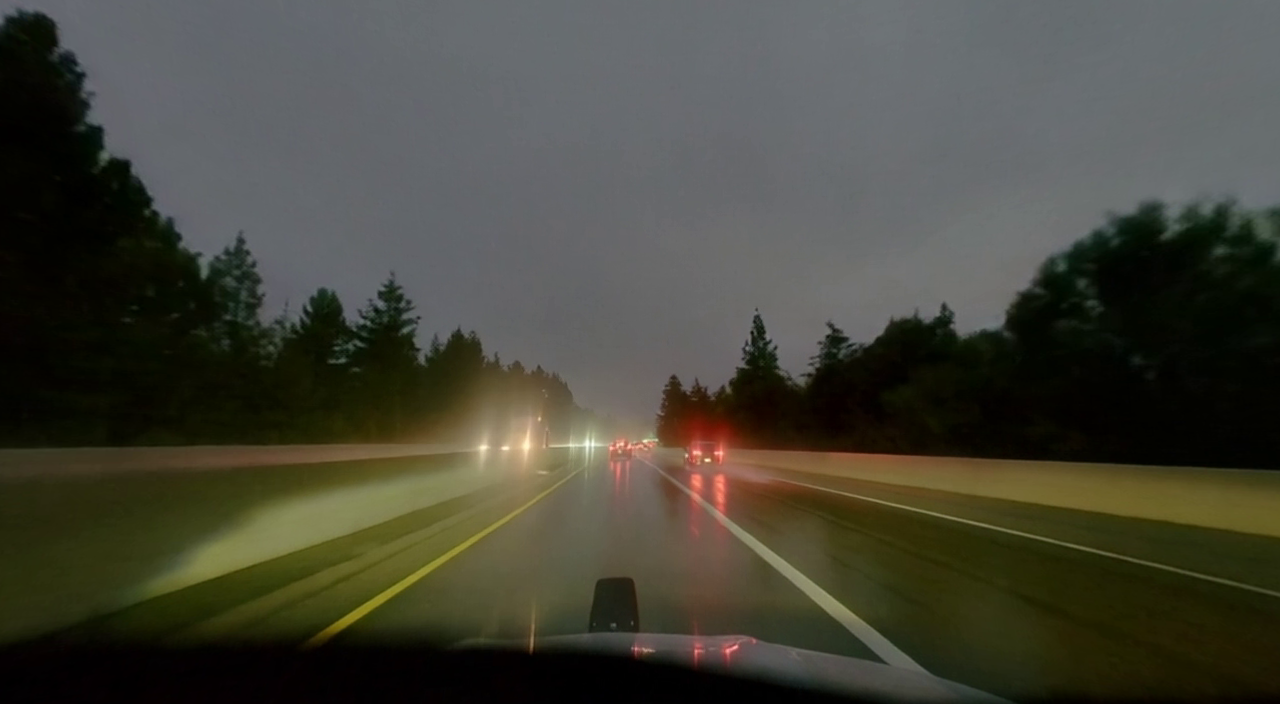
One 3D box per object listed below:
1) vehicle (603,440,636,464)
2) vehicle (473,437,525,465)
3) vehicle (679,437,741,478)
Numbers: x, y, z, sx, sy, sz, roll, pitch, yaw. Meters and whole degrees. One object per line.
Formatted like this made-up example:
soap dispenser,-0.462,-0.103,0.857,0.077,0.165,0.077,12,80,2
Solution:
vehicle,-1.409,6.863,43.487,2.178,1.559,4.254,0,-8,-2
vehicle,-8.179,5.761,36.933,2.058,1.503,4.562,0,-8,-1
vehicle,2.816,4.361,26.233,2.146,1.546,3.796,-1,-8,0
